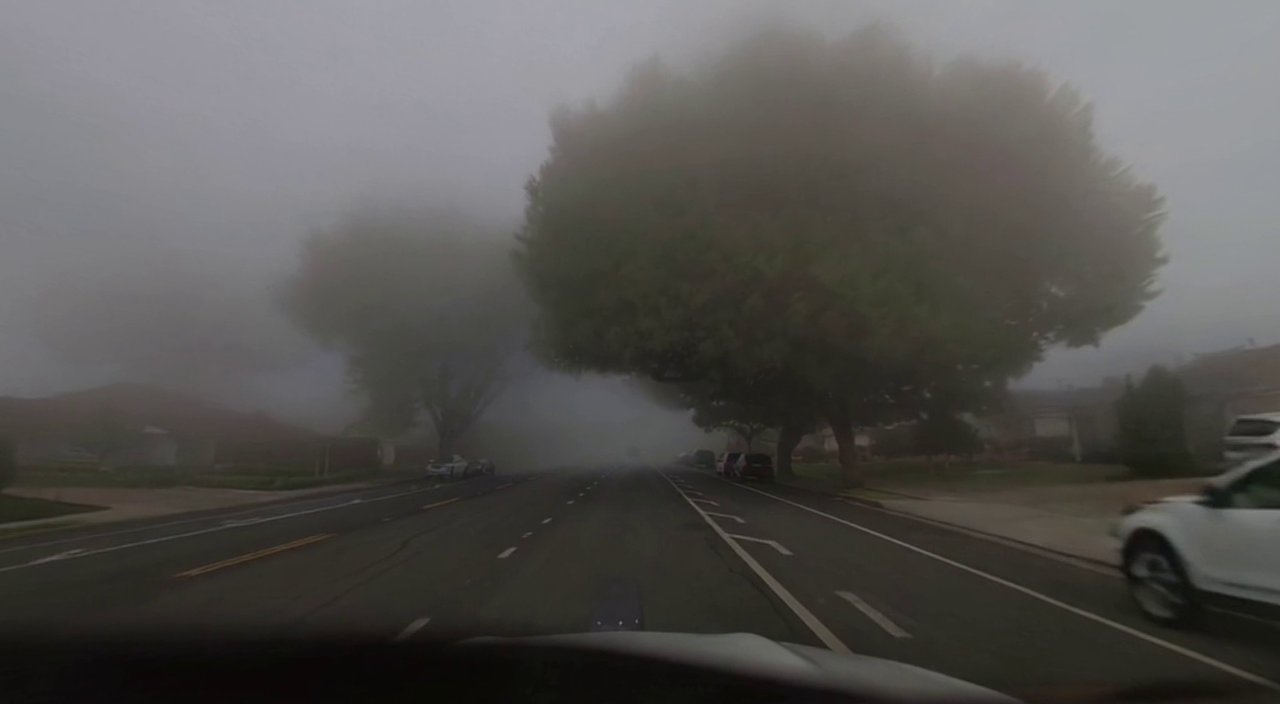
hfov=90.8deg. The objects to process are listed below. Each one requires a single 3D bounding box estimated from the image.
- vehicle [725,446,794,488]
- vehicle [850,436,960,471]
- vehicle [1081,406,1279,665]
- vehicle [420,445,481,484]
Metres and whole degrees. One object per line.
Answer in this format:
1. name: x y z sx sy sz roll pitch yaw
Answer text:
1. vehicle: 4.905 4.789 26.768 1.900 1.608 5.037 0 -8 0
2. vehicle: 13.752 5.299 33.000 4.789 1.556 1.897 -3 -8 1
3. vehicle: 5.228 1.155 3.799 2.001 1.693 4.311 0 -9 0
4. vehicle: -12.171 7.209 40.906 2.396 2.159 5.470 -2 -8 -1
